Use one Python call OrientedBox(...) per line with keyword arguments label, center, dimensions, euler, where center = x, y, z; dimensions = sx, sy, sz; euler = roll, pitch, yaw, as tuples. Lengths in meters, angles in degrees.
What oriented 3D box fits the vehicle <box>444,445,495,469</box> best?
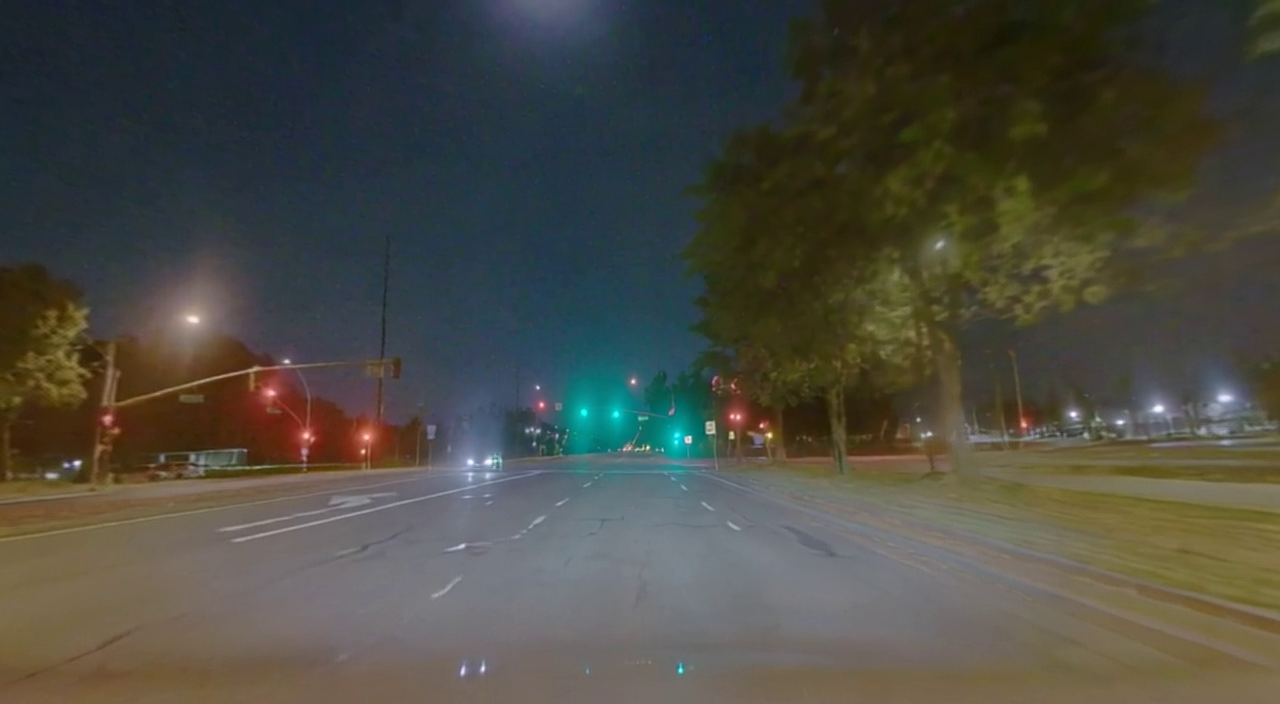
OrientedBox(label="vehicle", center=(-13.313, 8.128, 49.194), dimensions=(2.024, 1.733, 4.262), euler=(8, -12, -41))
